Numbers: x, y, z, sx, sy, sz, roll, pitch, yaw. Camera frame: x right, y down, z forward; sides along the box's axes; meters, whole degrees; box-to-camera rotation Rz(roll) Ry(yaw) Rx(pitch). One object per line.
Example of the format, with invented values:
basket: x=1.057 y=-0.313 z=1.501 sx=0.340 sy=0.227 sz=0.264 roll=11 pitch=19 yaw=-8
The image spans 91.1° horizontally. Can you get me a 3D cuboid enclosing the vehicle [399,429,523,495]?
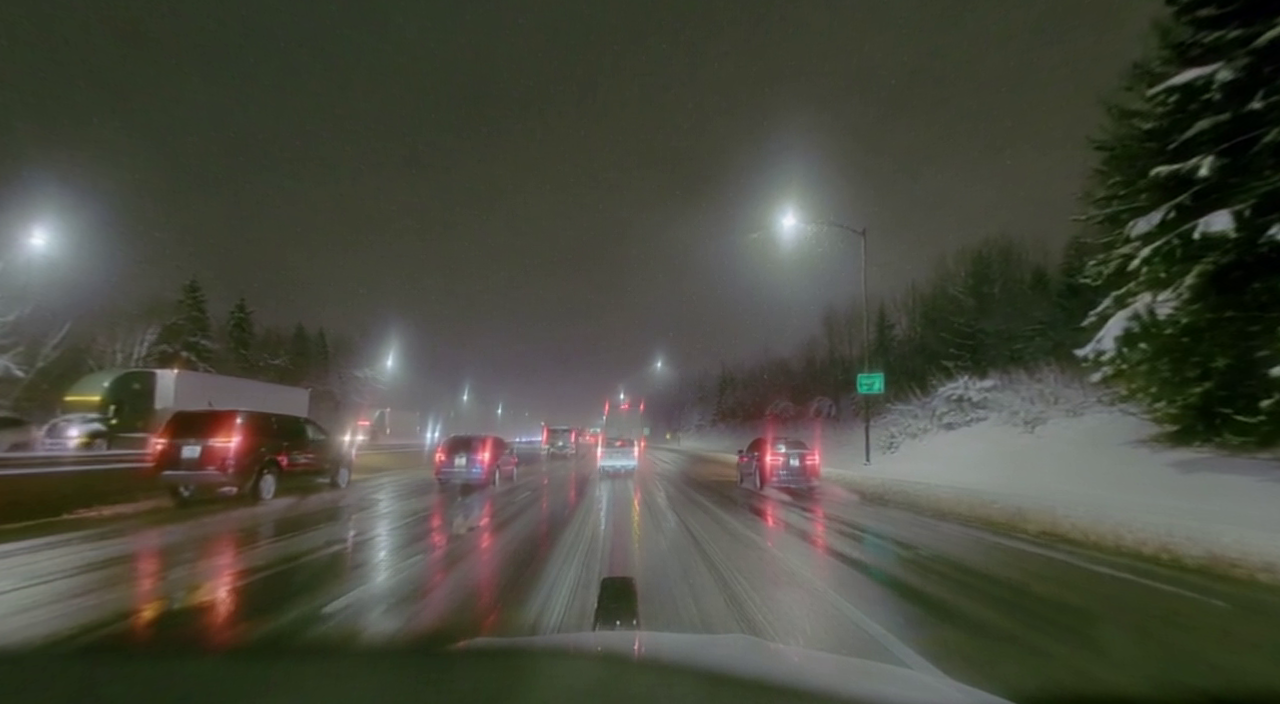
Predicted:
vehicle: x=-4.503 y=2.821 z=16.614 sx=2.046 sy=1.493 sz=4.384 roll=0 pitch=-8 yaw=-1

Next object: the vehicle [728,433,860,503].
vehicle: x=3.577 y=2.758 z=15.573 sx=1.981 sy=1.474 sz=4.396 roll=0 pitch=-8 yaw=-2

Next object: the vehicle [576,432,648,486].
vehicle: x=-0.826 y=3.184 z=19.123 sx=1.980 sy=1.478 sz=3.758 roll=0 pitch=-8 yaw=-2

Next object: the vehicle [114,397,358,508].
vehicle: x=-8.209 y=2.094 z=13.509 sx=2.158 sy=1.943 sz=4.662 roll=0 pitch=-8 yaw=-1

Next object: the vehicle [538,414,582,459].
vehicle: x=-5.041 y=5.418 z=40.475 sx=2.303 sy=2.610 sz=6.579 roll=0 pitch=-8 yaw=-3
